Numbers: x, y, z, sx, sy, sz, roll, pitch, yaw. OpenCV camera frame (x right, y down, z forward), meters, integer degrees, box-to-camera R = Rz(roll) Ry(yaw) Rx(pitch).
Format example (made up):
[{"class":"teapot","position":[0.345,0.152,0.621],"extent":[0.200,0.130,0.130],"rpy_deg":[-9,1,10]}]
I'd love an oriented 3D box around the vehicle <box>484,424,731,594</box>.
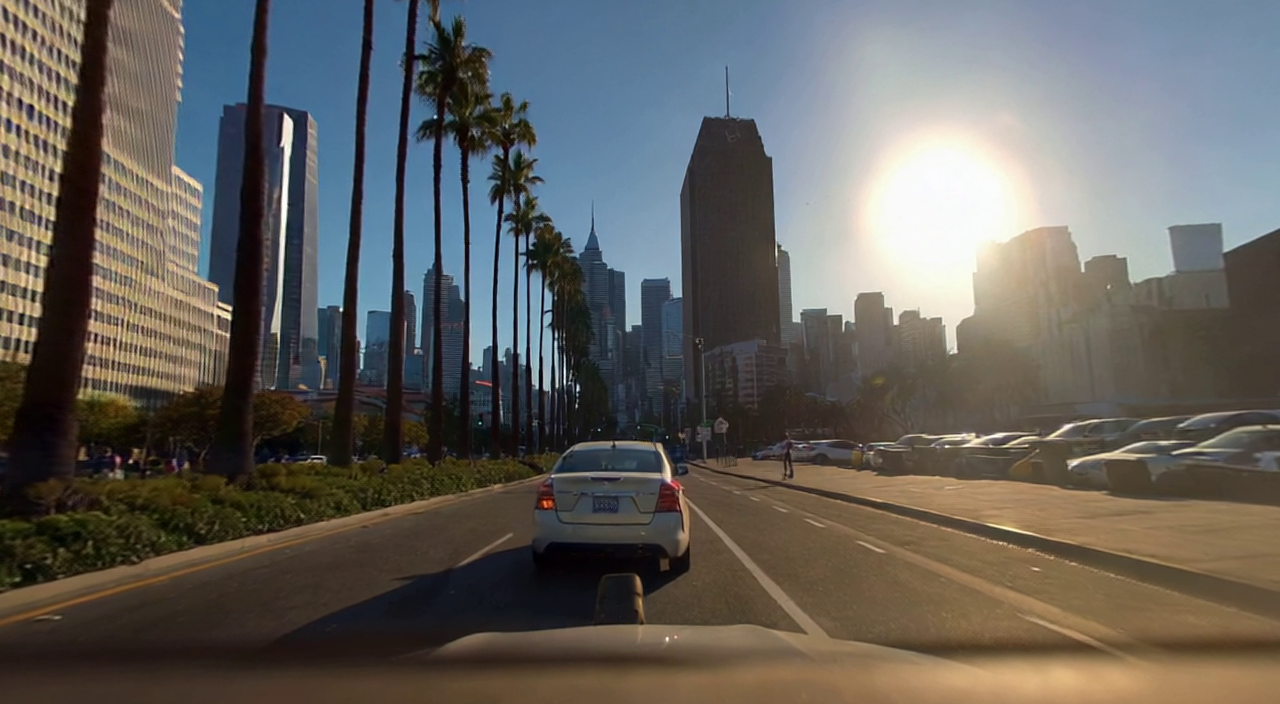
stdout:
[{"class":"vehicle","position":[-0.281,1.725,7.728],"extent":[2.235,1.528,3.876],"rpy_deg":[0,-9,0]}]

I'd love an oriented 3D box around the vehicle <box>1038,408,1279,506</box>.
[{"class":"vehicle","position":[12.887,2.407,14.763],"extent":[5.301,1.962,2.431],"rpy_deg":[-3,-8,4]}]
